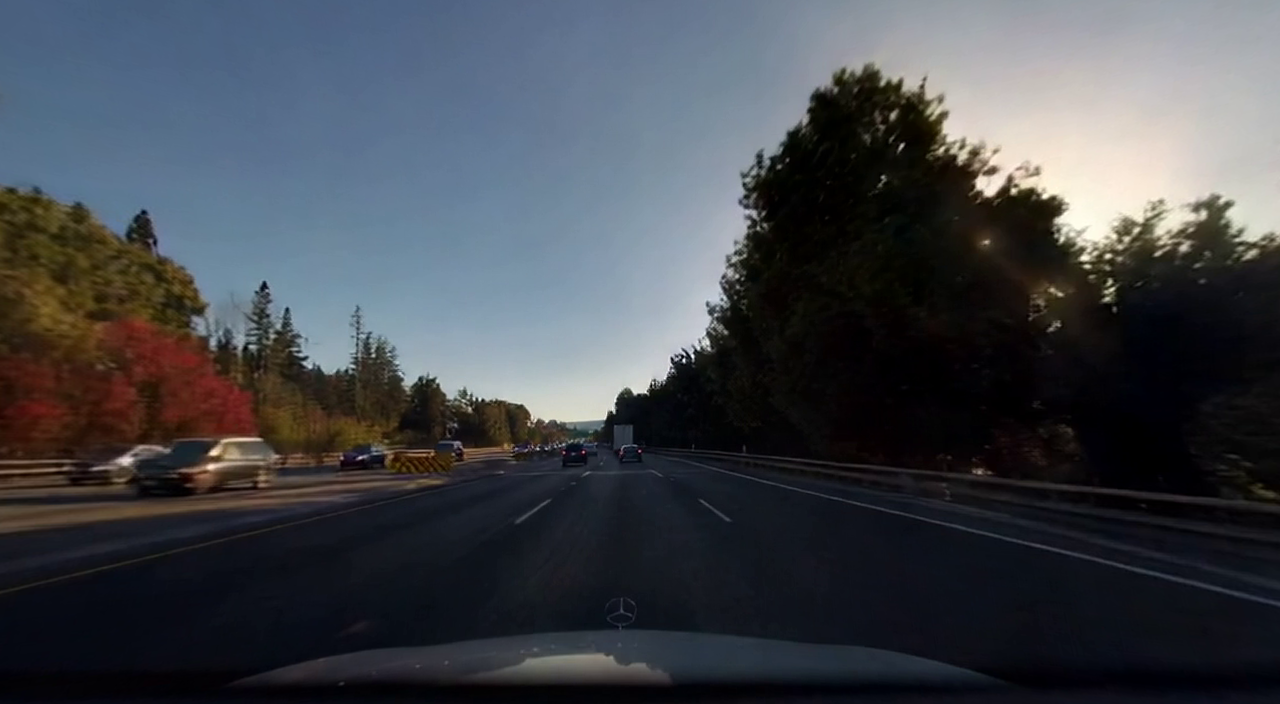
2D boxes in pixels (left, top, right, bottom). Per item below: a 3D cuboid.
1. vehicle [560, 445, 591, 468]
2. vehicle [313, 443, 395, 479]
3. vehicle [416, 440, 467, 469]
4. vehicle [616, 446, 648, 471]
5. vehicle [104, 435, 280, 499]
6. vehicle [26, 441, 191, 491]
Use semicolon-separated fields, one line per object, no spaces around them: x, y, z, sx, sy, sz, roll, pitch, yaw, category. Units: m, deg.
-5.004;8.155;48.908;2.098;1.692;4.038;0;-9;-2;vehicle
-13.014;4.977;28.822;1.892;1.515;4.045;0;-9;-1;vehicle
-13.801;7.147;43.822;2.025;1.825;4.804;0;-9;-1;vehicle
-0.584;7.156;42.220;2.084;1.582;3.882;0;-9;-2;vehicle
-12.230;3.150;17.505;1.867;1.566;4.012;0;-9;1;vehicle
-17.976;3.863;21.557;1.822;1.497;4.474;0;-9;-2;vehicle
